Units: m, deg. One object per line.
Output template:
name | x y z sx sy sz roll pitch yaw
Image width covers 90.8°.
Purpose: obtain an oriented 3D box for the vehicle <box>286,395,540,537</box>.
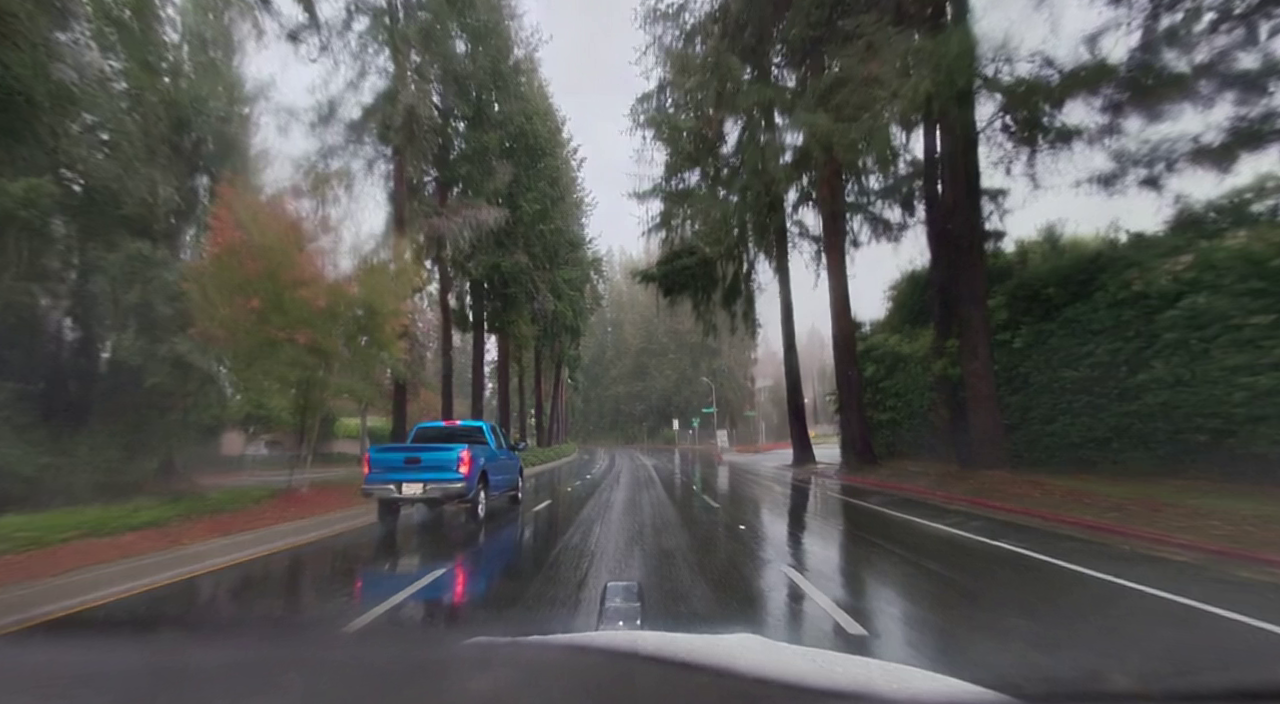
vehicle | -3.502 1.970 11.572 2.267 1.849 6.402 0 -8 0
